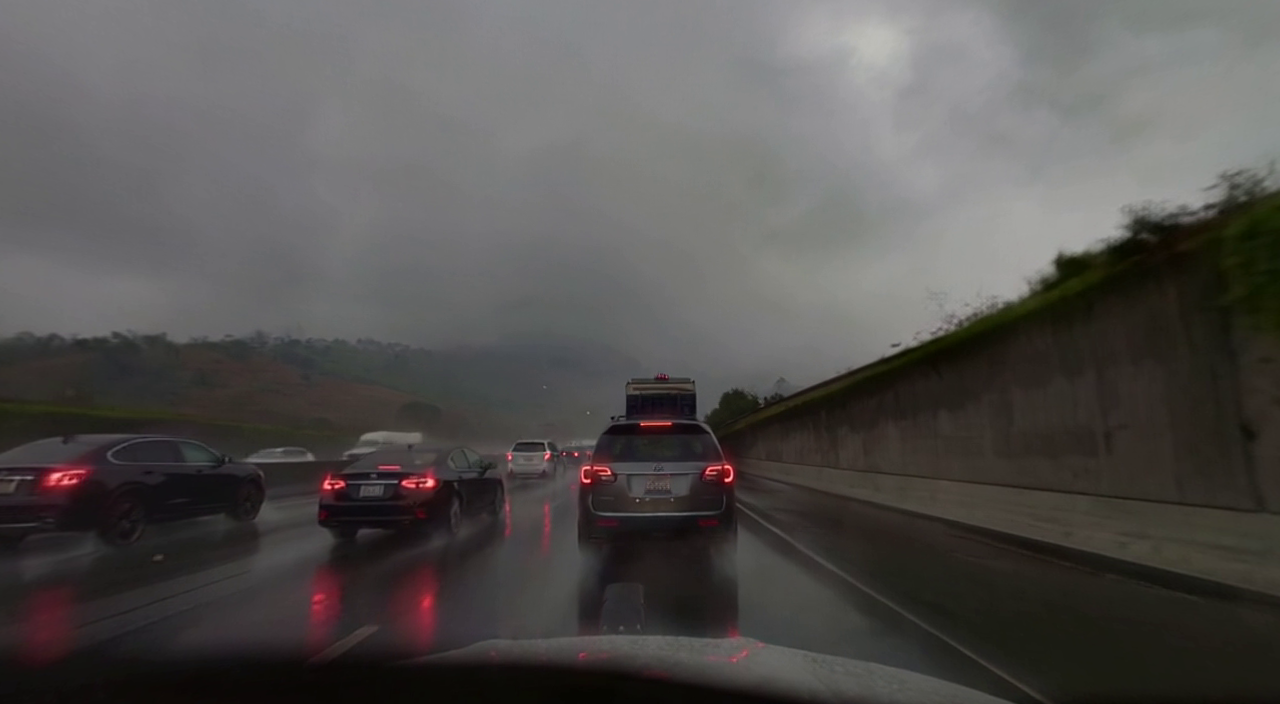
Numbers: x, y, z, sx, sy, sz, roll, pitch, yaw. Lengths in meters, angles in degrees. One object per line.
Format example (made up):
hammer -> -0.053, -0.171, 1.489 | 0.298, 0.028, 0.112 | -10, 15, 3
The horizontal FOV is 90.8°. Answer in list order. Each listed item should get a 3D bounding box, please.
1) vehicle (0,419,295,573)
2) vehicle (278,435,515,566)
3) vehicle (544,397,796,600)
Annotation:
vehicle -> -7.471, 1.975, 9.418 | 1.986, 1.700, 4.558 | 0, -9, 1
vehicle -> -3.246, 2.048, 9.404 | 1.917, 1.506, 3.949 | 0, -9, 1
vehicle -> 0.221, 1.699, 8.275 | 2.210, 1.760, 5.303 | 0, -9, -1
